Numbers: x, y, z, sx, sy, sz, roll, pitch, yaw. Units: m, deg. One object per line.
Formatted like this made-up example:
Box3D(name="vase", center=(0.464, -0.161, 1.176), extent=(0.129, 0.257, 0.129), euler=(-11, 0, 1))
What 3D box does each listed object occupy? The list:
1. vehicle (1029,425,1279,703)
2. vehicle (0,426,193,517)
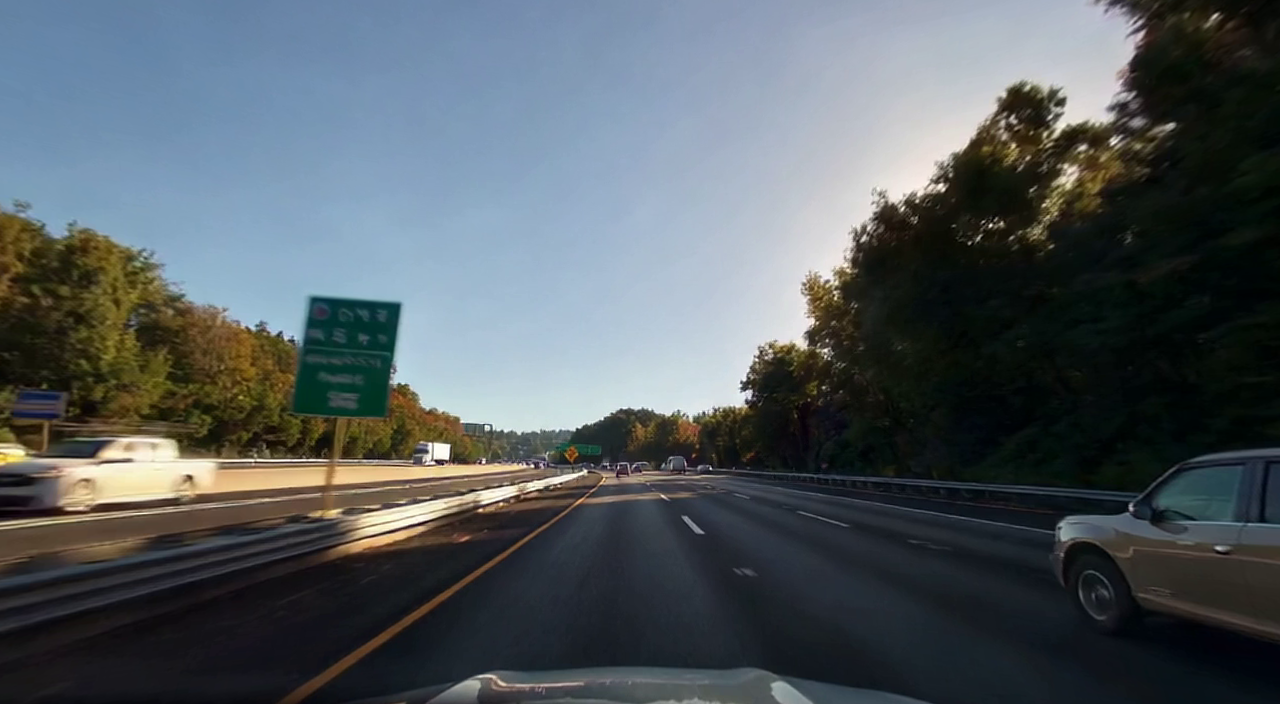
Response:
Box3D(name="vehicle", center=(4.124, 1.056, 2.663), extent=(1.965, 1.502, 4.599), euler=(1, -10, 0))
Box3D(name="vehicle", center=(-12.926, 2.693, 14.389), extent=(1.975, 1.722, 4.535), euler=(1, -10, 0))
